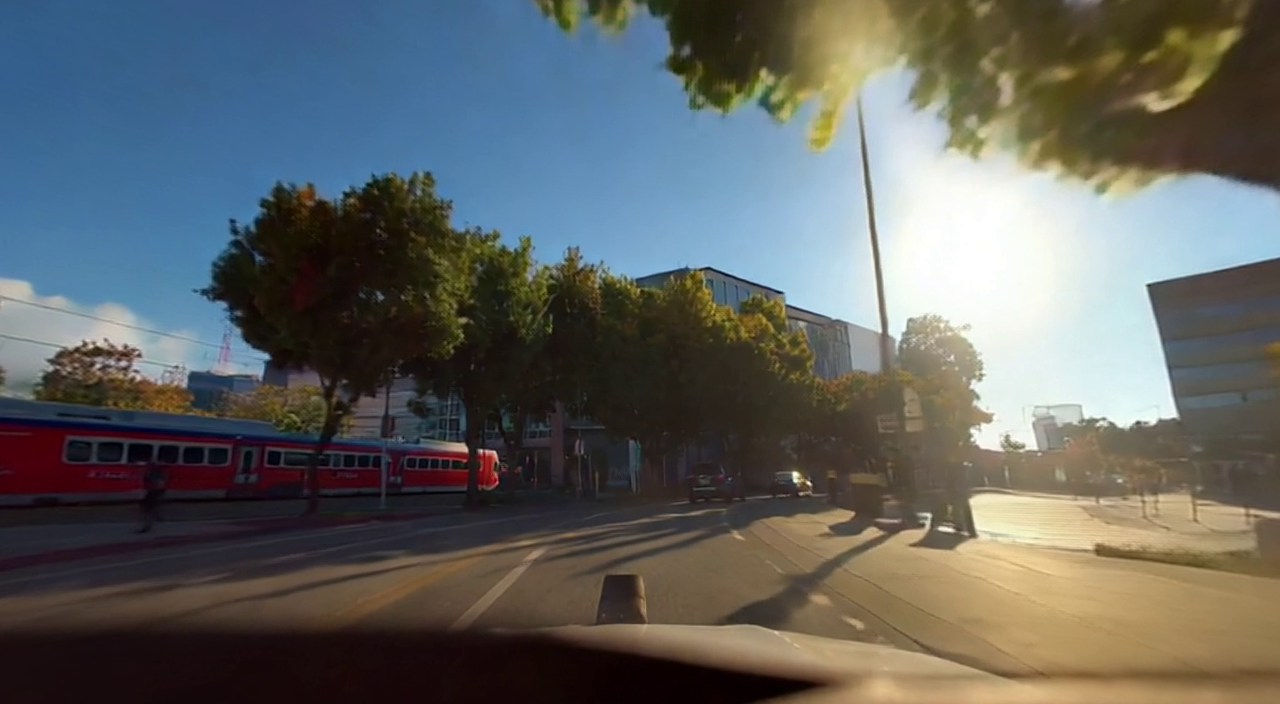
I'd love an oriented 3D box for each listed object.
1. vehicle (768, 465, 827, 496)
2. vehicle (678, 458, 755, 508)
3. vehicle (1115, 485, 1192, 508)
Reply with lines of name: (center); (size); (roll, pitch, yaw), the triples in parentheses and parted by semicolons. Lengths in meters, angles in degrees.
vehicle: (9.748, 7.865, 38.910); (2.010, 1.725, 4.320); (-7, -11, 34)
vehicle: (3.160, 5.165, 25.298); (2.263, 1.765, 4.237); (-3, -10, 17)
vehicle: (37.785, 10.600, 46.558); (3.934, 1.480, 1.728); (-4, -9, 19)
